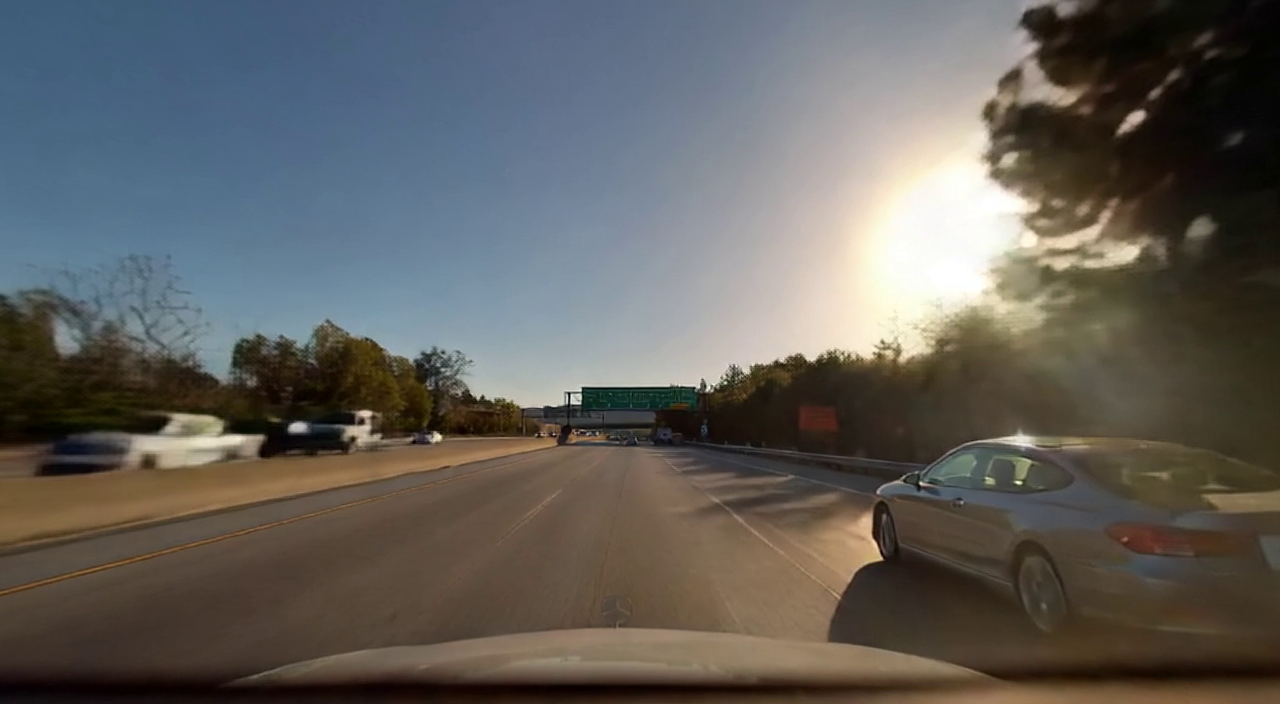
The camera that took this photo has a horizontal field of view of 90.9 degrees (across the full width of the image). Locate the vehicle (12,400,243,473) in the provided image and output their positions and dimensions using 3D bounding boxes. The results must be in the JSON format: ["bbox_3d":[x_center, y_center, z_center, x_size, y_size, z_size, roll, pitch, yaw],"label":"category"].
[{"bbox_3d":[-12.158,2.088,15.471,1.906,1.530,4.488,0,-8,0],"label":"vehicle"}]

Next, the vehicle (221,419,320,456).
[{"bbox_3d":[-15.949,3.740,27.476,1.816,1.502,4.194,0,-8,-1],"label":"vehicle"}]

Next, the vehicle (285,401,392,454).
[{"bbox_3d":[-16.101,4.139,34.208,2.605,2.606,6.292,0,-8,0],"label":"vehicle"}]
